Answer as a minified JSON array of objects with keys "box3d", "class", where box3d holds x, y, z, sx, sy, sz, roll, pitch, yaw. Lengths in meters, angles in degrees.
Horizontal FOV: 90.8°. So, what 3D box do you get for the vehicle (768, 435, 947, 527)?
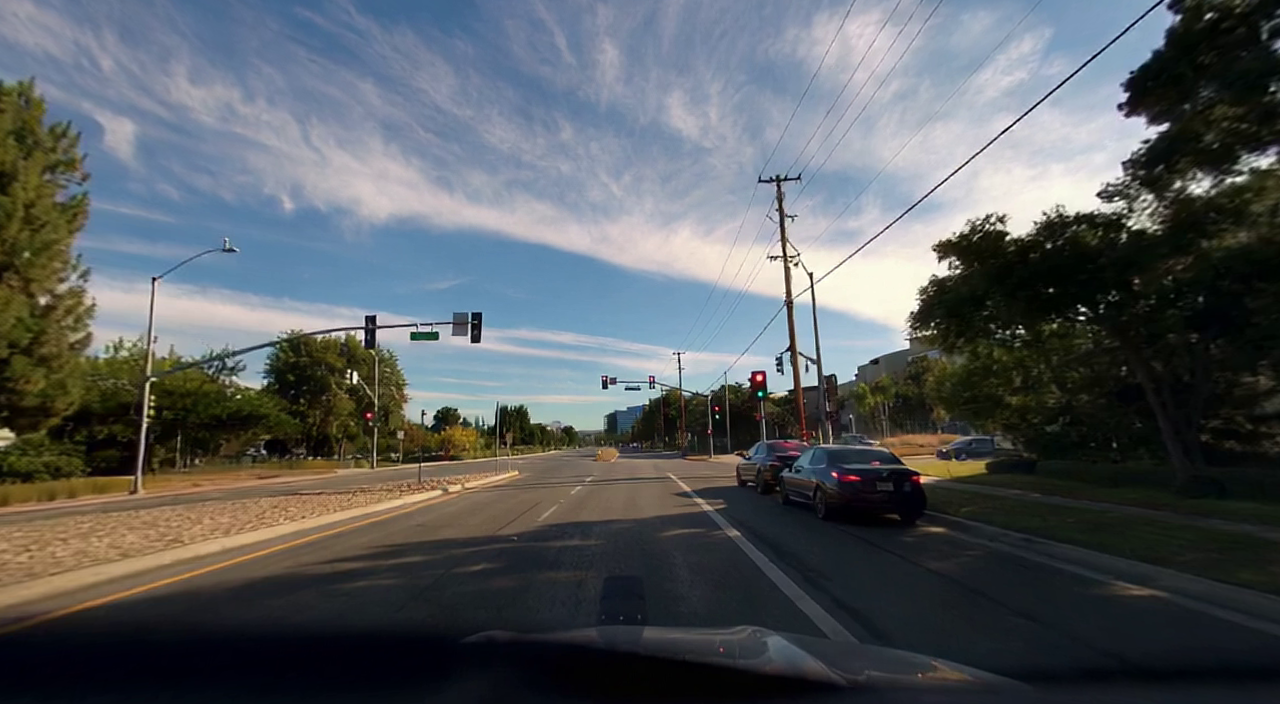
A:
[{"box3d":[3.953,2.413,12.449,1.833,1.444,4.589,0,-9,-1],"class":"vehicle"}]
